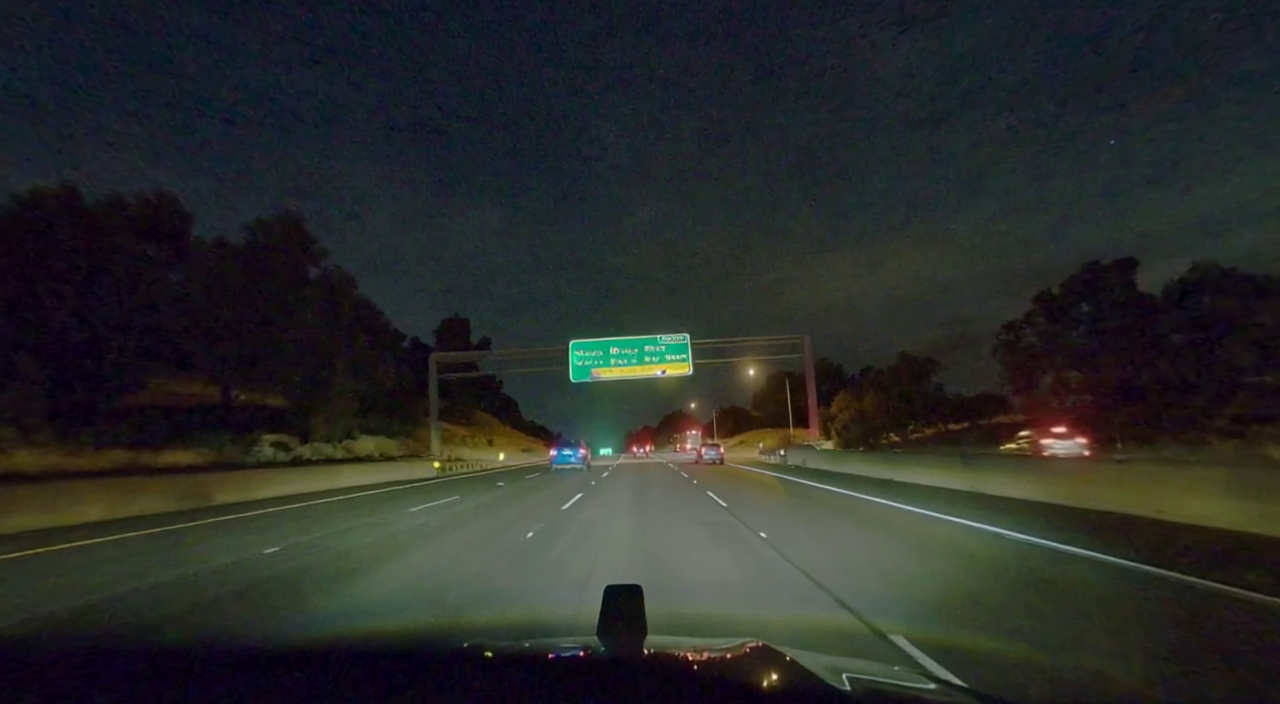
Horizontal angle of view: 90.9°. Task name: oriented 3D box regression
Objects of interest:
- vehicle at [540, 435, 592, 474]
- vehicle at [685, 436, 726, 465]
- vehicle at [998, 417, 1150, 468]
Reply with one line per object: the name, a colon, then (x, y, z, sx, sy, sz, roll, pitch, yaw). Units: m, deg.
vehicle: (-3.766, 5.318, 33.016, 2.120, 1.855, 4.619, 0, -8, 0)
vehicle: (4.053, 6.189, 39.619, 1.995, 1.712, 4.206, 0, -8, -1)
vehicle: (17.702, 3.757, 26.185, 2.308, 1.886, 5.321, 0, -8, -3)
